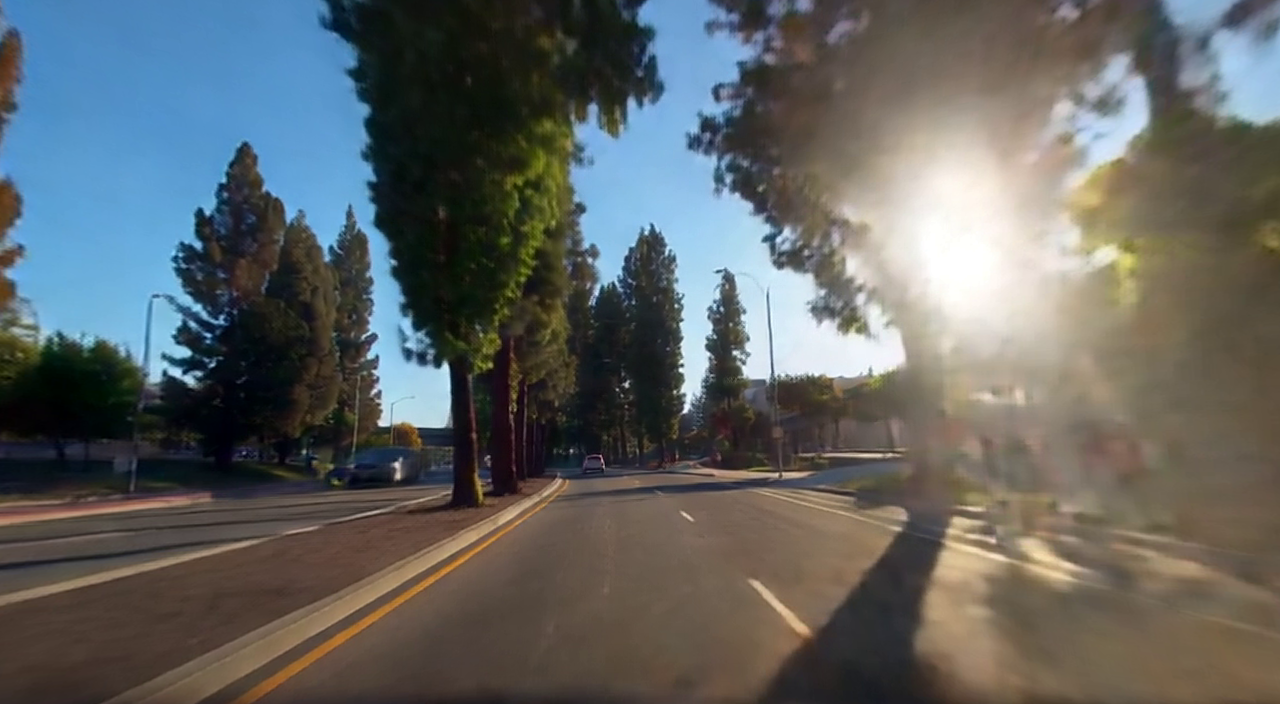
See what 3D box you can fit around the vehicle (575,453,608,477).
[{"bbox_3d":[-3.829,8.723,49.080,2.184,1.713,4.231,1,-9,-9],"label":"vehicle"}]
